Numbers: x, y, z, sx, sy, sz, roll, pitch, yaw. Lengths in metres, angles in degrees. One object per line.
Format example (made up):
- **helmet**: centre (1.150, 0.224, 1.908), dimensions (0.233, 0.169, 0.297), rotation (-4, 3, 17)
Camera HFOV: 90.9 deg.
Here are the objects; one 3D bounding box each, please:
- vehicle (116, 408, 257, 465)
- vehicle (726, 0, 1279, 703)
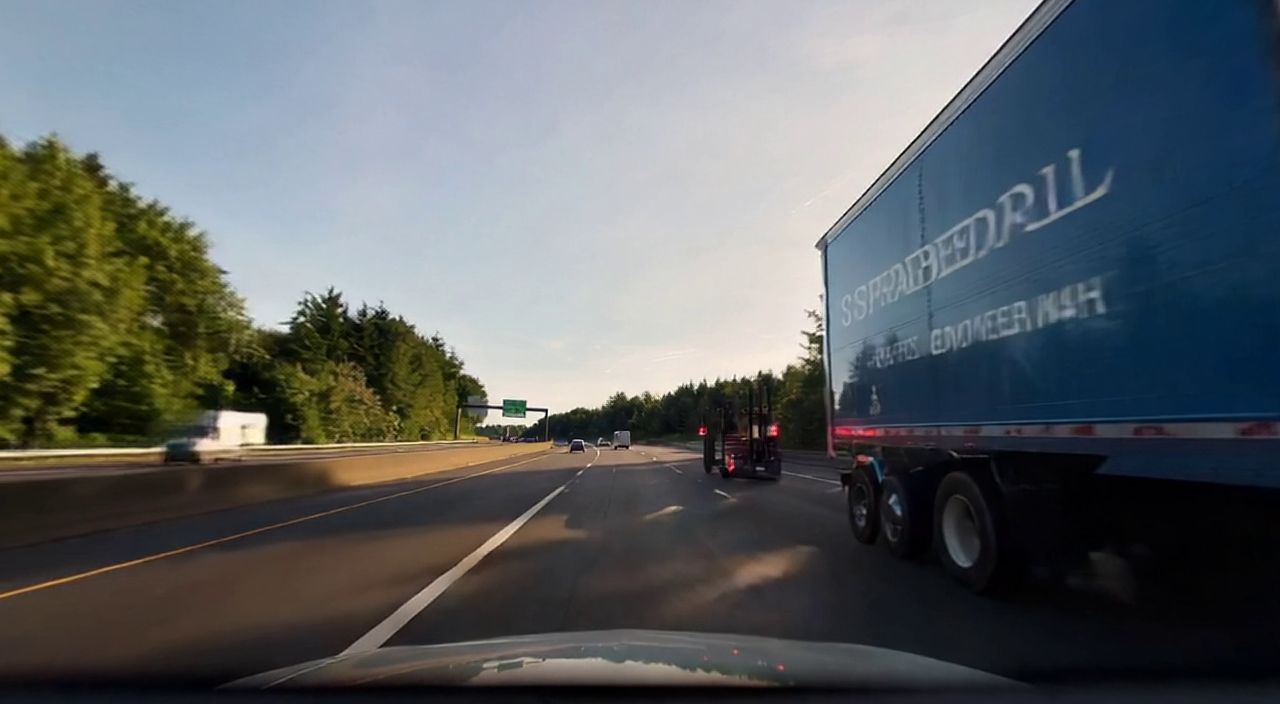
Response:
- **vehicle**: centre (-19.131, 3.630, 26.994), dimensions (2.407, 2.215, 4.980), rotation (0, -8, -2)
- **vehicle**: centre (3.803, 0.483, 8.743), dimensions (2.910, 4.051, 14.278), rotation (0, -8, -1)
